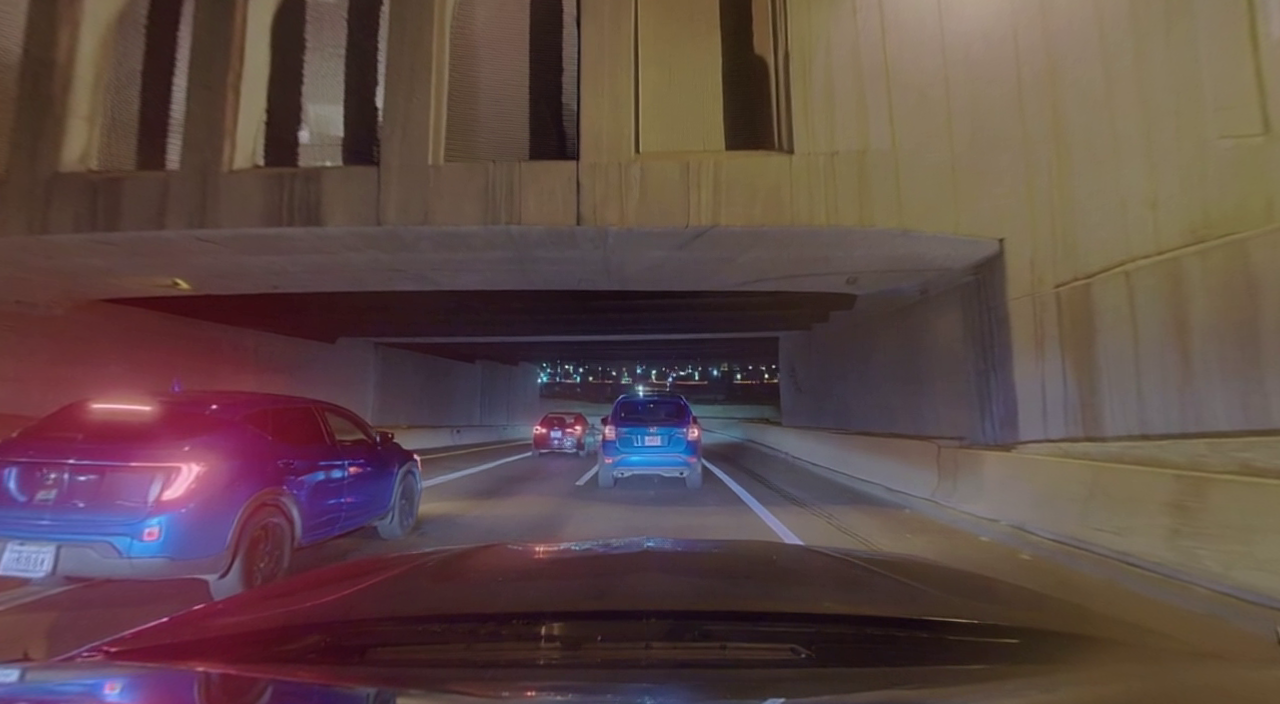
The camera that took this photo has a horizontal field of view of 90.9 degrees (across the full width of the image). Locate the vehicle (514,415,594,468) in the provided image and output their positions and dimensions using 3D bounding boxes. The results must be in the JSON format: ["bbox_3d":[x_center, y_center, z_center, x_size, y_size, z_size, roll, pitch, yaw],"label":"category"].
[{"bbox_3d":[-3.386,3.751,26.285,2.329,1.948,5.800,-1,-8,2],"label":"vehicle"}]

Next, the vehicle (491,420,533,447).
[{"bbox_3d":[-8.917,5.724,44.138,2.079,1.766,4.079,0,-8,0],"label":"vehicle"}]

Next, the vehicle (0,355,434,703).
[{"bbox_3d":[-3.581,1.227,5.439,2.017,1.761,4.572,0,-8,1],"label":"vehicle"}]

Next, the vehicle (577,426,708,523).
[{"bbox_3d":[-0.003,2.203,11.863,2.020,1.478,4.092,0,-8,-1],"label":"vehicle"}]

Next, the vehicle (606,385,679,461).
[{"bbox_3d":[0.115,3.579,30.456,2.948,3.096,9.492,0,-8,0],"label":"vehicle"}]
